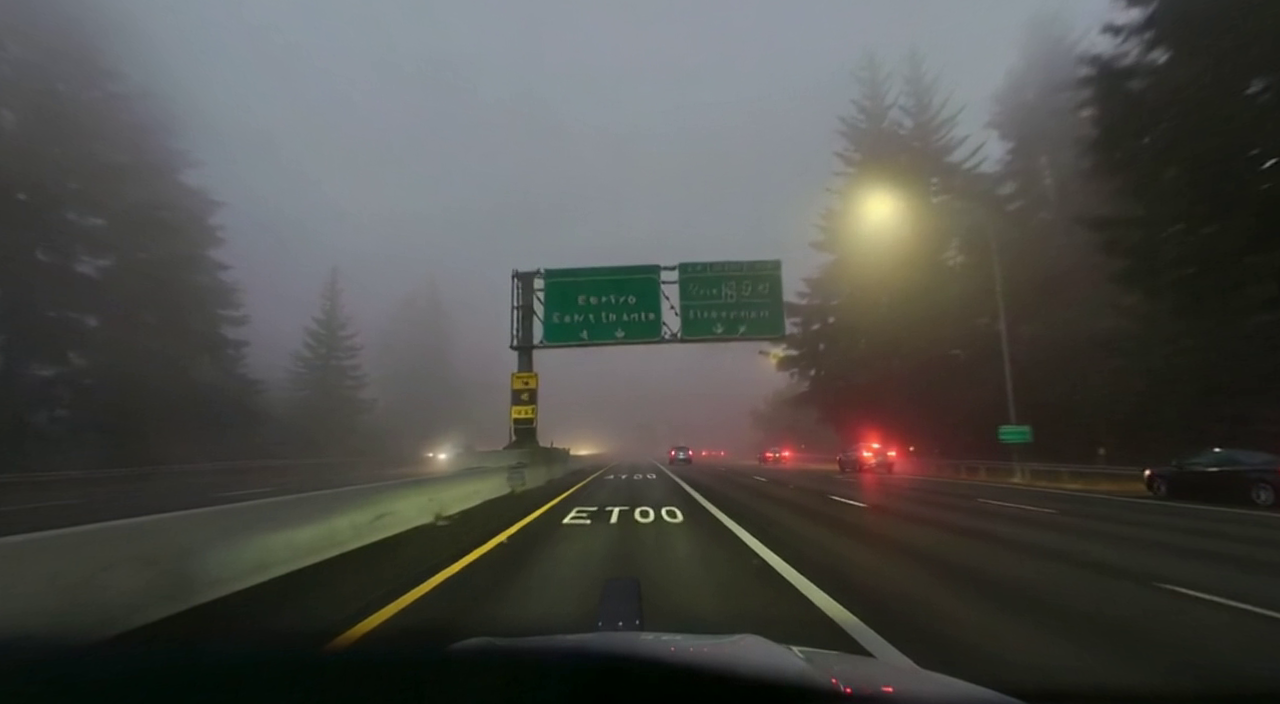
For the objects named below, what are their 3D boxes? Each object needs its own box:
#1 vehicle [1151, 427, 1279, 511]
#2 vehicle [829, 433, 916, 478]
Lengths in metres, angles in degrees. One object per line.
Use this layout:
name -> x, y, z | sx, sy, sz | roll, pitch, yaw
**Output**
vehicle -> 14.146, 2.550, 13.963 | 1.957, 1.709, 4.387 | 0, -9, -1
vehicle -> 10.208, 4.594, 28.138 | 2.098, 1.820, 4.505 | 0, -9, -1
